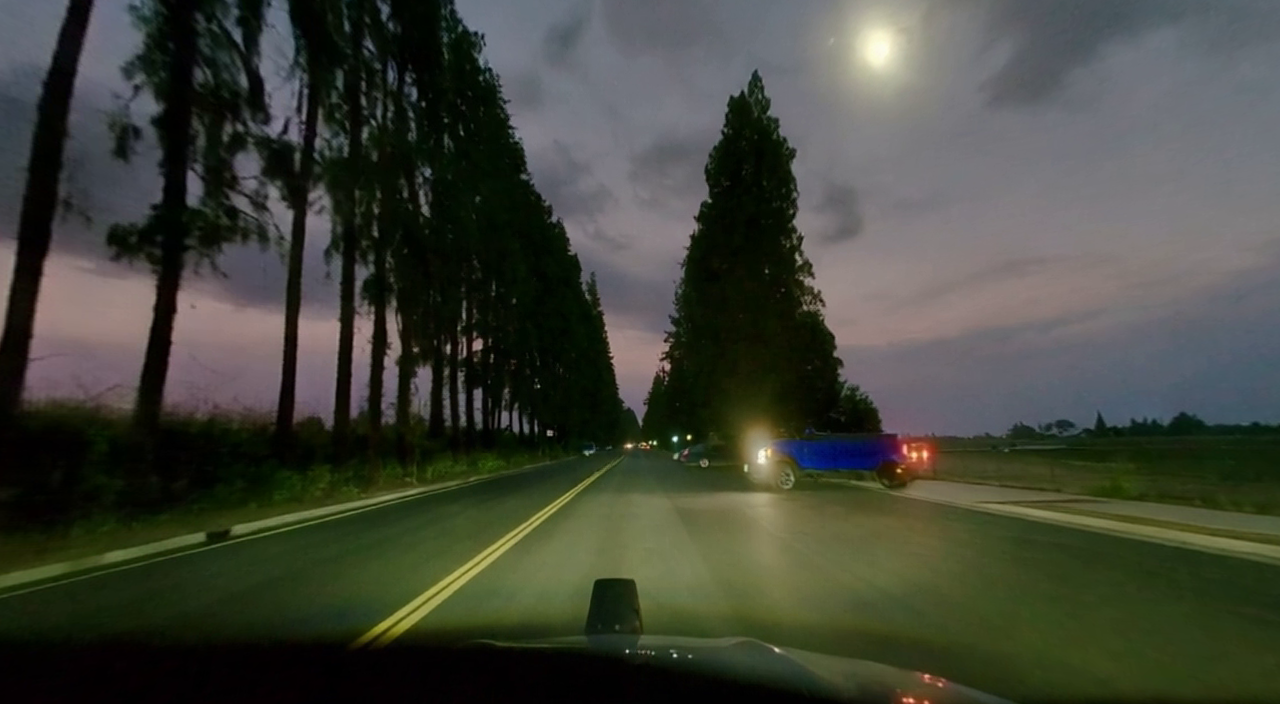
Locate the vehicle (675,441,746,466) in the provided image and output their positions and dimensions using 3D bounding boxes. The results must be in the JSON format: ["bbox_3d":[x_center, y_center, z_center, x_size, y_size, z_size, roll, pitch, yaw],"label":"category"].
[{"bbox_3d":[5.032,7.319,45.471,4.791,1.706,1.963,1,-9,-5],"label":"vehicle"}]

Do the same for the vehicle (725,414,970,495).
[{"bbox_3d":[6.233,3.168,19.776,6.645,2.298,2.763,0,-9,-3],"label":"vehicle"}]
